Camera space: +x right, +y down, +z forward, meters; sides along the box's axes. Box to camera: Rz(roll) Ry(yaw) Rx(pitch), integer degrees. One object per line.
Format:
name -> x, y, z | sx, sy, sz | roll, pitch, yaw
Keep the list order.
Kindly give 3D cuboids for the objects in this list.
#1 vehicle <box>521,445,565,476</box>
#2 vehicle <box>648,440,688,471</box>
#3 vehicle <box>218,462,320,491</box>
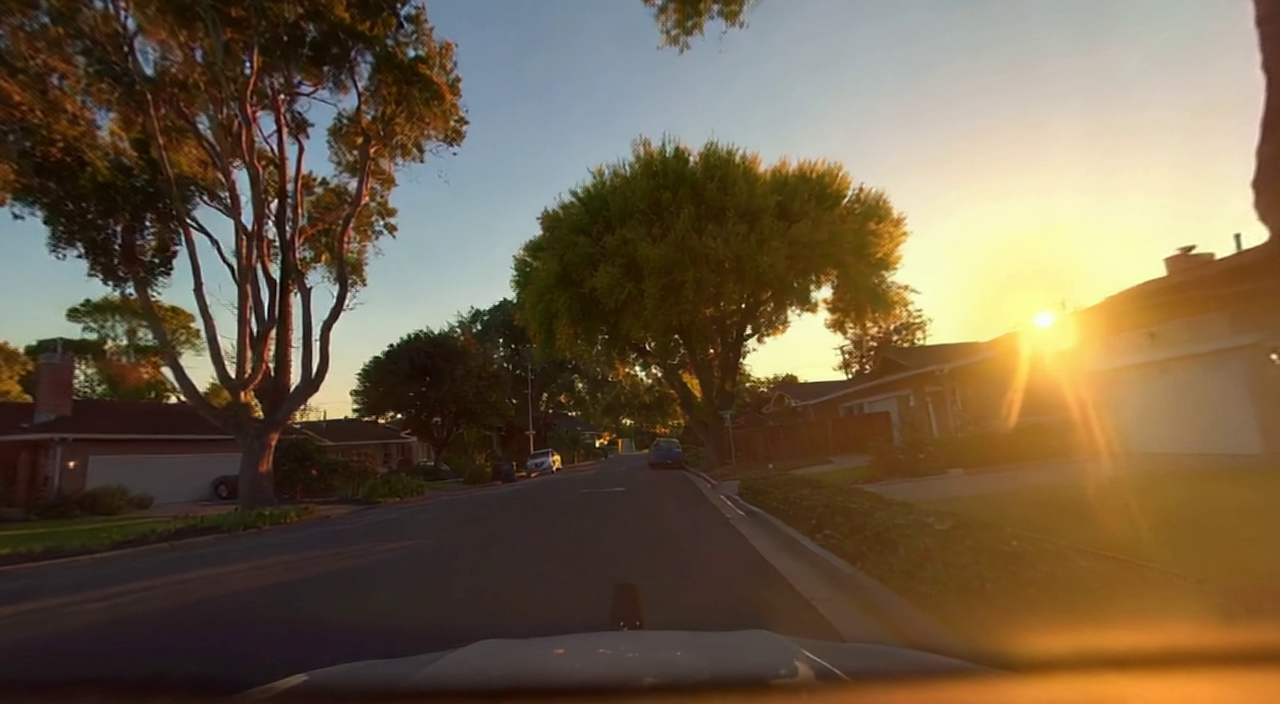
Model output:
vehicle -> -6.830, 7.665, 44.876 | 2.208, 1.834, 4.675 | -5, -9, 0
vehicle -> 1.477, 5.705, 34.832 | 2.005, 1.553, 3.984 | -1, -9, -1
vehicle -> -20.109, 6.766, 34.394 | 4.404, 1.495, 1.844 | -1, -8, 3
